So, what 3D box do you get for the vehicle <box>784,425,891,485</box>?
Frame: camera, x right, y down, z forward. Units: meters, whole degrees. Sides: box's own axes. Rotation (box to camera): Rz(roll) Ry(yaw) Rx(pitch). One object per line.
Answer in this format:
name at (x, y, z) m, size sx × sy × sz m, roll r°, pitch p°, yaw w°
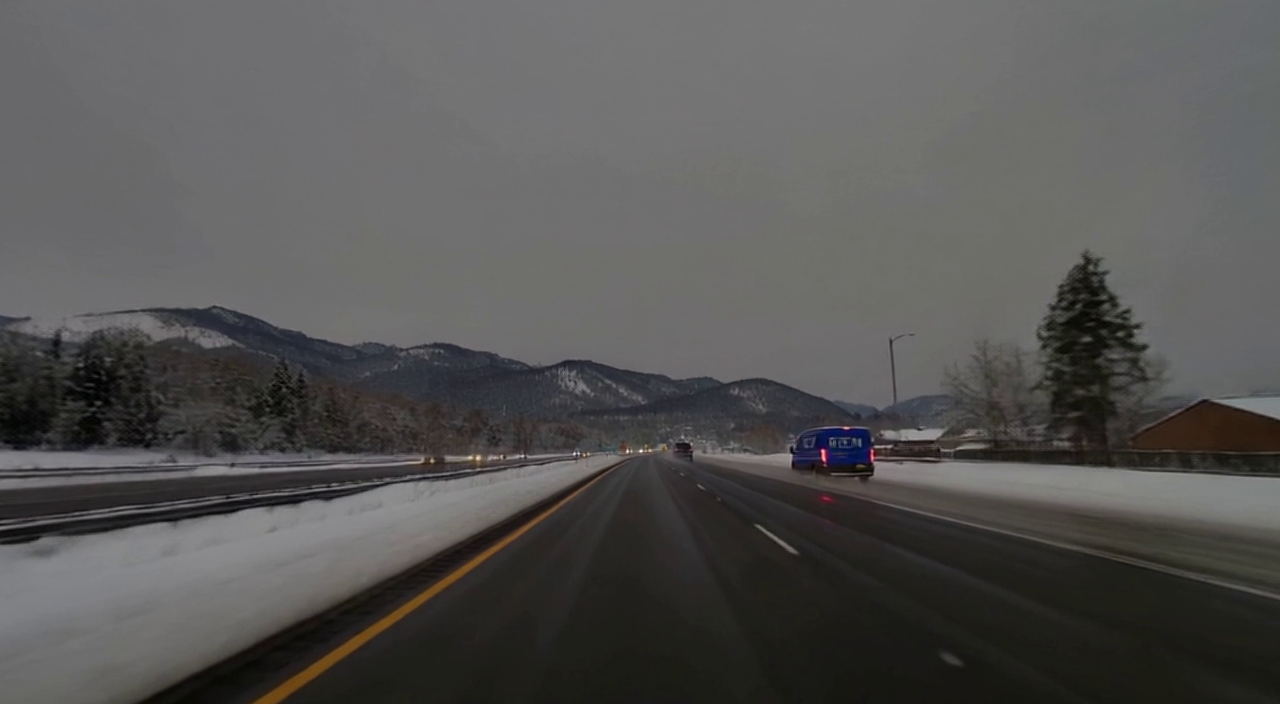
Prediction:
vehicle at (7.434, 3.940, 24.502) m, size 2.275 × 2.059 × 5.543 m, roll 0°, pitch -8°, yaw -1°
